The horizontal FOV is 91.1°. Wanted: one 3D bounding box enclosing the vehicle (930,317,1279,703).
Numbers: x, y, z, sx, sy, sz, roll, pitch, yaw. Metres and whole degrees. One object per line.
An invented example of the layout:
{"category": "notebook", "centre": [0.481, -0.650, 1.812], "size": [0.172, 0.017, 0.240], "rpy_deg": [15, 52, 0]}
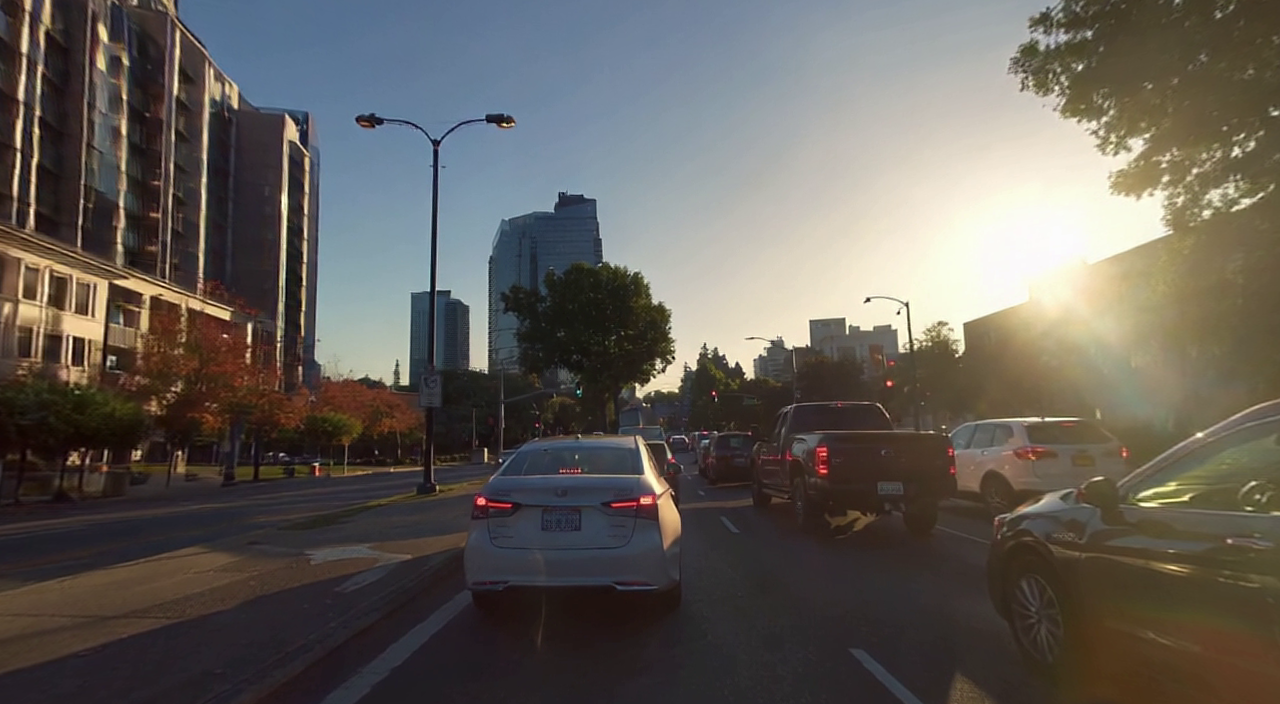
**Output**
{"category": "vehicle", "centre": [3.161, 0.774, 2.234], "size": [2.024, 1.723, 4.714], "rpy_deg": [0, -9, 1]}

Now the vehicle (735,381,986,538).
{"category": "vehicle", "centre": [3.529, 1.936, 11.775], "size": [2.497, 2.186, 5.890], "rpy_deg": [0, -9, 0]}

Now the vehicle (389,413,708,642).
{"category": "vehicle", "centre": [-0.576, 1.514, 6.468], "size": [2.172, 1.536, 4.250], "rpy_deg": [0, -9, 1]}
